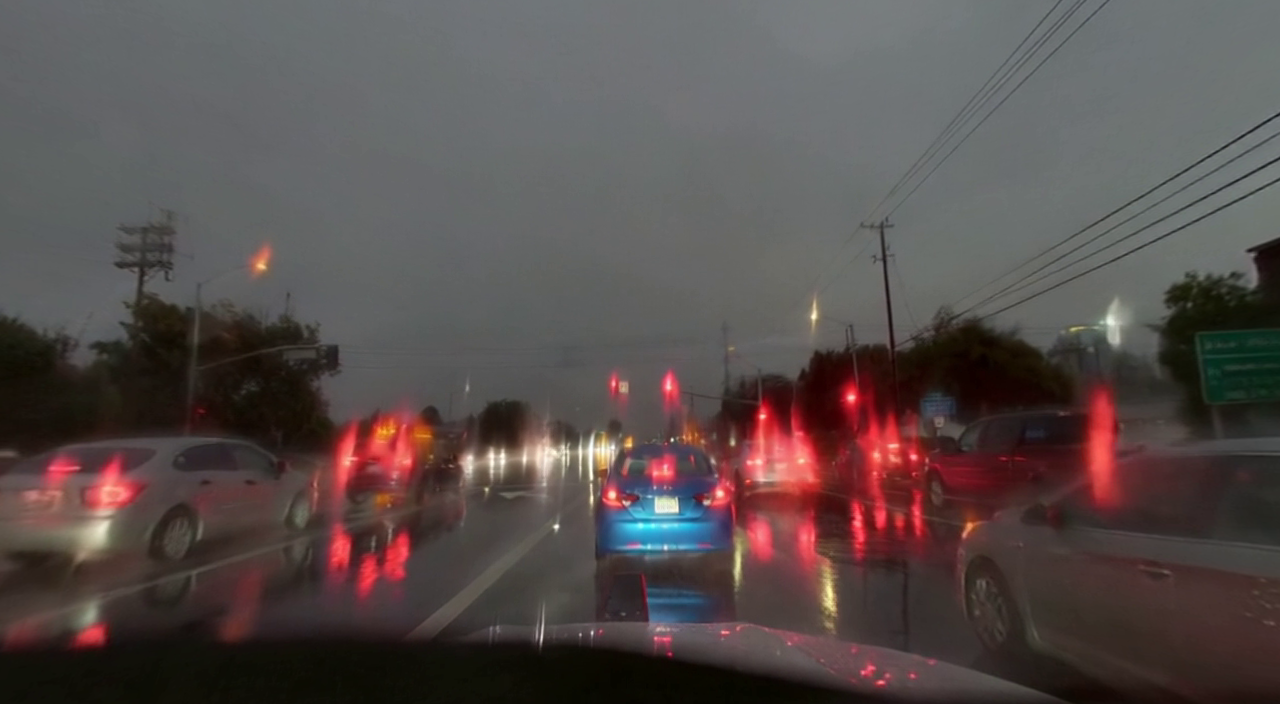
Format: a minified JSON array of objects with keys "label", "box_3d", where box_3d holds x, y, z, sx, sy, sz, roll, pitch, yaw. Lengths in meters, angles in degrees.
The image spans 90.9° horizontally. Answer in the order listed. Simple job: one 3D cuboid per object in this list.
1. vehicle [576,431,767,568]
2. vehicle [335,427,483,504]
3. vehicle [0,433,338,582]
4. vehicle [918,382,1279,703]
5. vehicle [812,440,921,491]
[{"label":"vehicle","box_3d":[0.328,1.928,9.050,2.109,1.483,3.964,0,-8,-1]},{"label":"vehicle","box_3d":[-6.238,3.108,17.857,2.070,1.824,5.196,-1,-8,2]},{"label":"vehicle","box_3d":[-6.406,1.934,8.840,1.955,1.497,4.639,-1,-8,1]},{"label":"vehicle","box_3d":[3.114,0.961,2.815,1.870,1.523,4.096,0,-8,0]},{"label":"vehicle","box_3d":[7.277,3.670,20.811,1.867,1.459,4.436,0,-8,-1]}]
